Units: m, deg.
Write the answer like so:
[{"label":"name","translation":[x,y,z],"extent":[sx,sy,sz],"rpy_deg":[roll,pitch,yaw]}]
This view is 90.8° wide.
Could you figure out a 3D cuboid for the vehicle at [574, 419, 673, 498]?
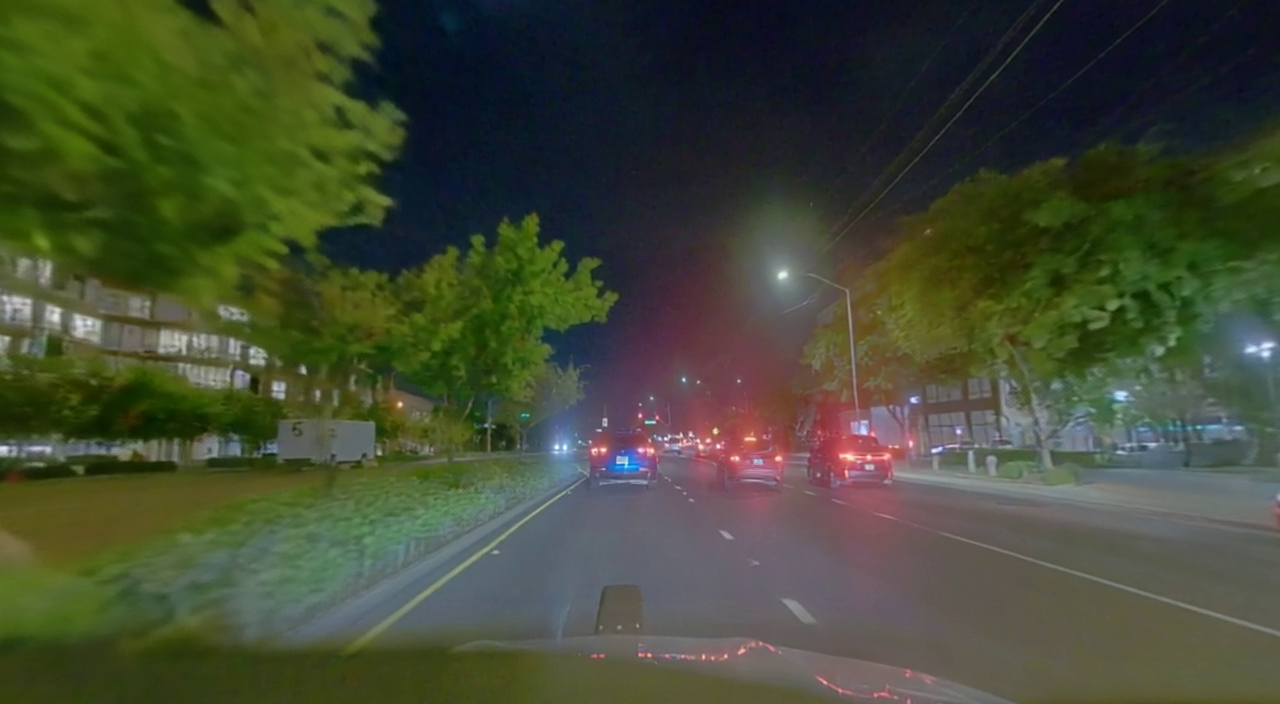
[{"label":"vehicle","translation":[-0.432,2.775,16.741],"extent":[2.277,1.816,4.192],"rpy_deg":[0,-9,-2]}]

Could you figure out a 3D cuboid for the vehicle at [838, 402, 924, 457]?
[{"label":"vehicle","translation":[18.040,6.018,48.201],"extent":[3.269,3.755,8.862],"rpy_deg":[0,-9,2]}]

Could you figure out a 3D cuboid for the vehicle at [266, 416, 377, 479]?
[{"label":"vehicle","translation":[-19.205,5.844,38.817],"extent":[2.811,3.399,7.898],"rpy_deg":[1,-9,-2]}]
